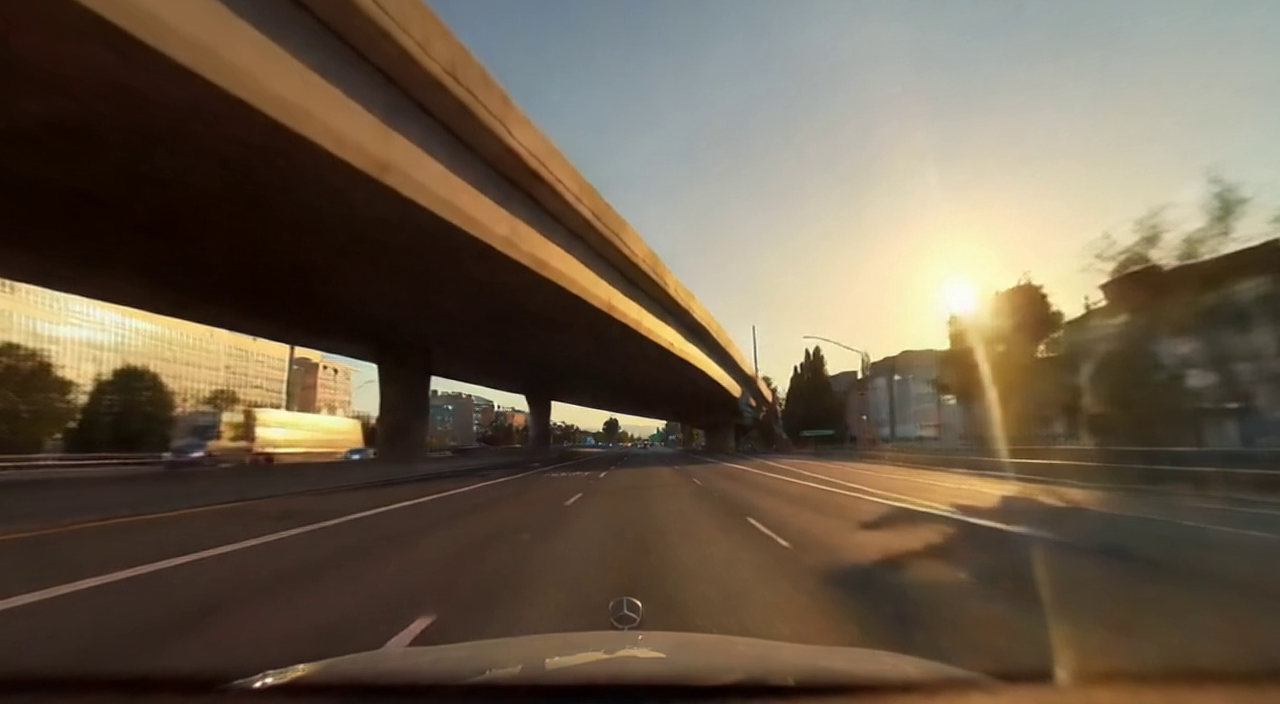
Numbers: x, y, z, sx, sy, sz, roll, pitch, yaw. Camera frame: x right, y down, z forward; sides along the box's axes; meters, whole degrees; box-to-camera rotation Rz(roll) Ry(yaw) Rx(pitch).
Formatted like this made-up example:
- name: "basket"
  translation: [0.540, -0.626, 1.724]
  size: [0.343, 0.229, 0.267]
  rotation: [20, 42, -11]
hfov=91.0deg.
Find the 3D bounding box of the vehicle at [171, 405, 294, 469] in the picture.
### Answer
- name: "vehicle"
  translation: [-30.969, 6.617, 48.521]
  size: [2.979, 4.421, 9.285]
  rotation: [0, -9, 1]
